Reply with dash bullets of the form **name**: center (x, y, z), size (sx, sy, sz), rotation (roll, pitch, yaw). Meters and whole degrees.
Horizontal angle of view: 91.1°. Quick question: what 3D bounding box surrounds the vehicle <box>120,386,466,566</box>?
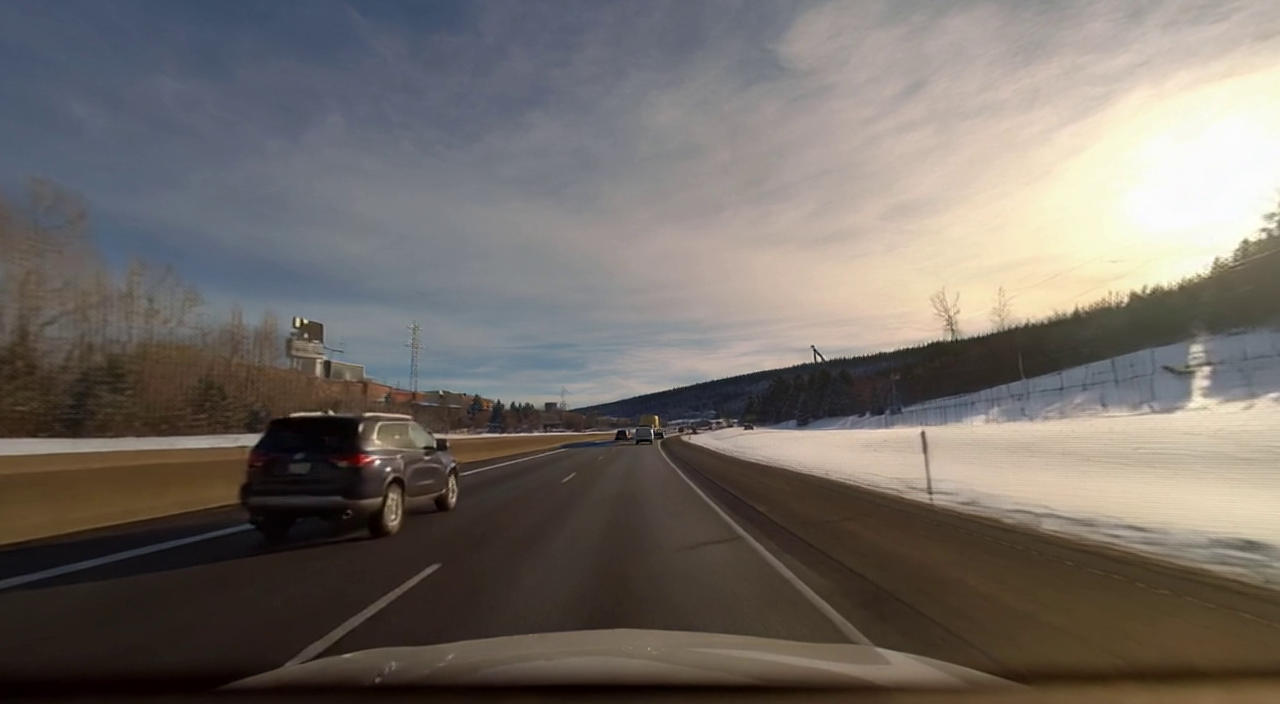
- **vehicle**: center (-3.857, 1.448, 8.110), size (2.018, 1.678, 4.312), rotation (0, -8, -1)
